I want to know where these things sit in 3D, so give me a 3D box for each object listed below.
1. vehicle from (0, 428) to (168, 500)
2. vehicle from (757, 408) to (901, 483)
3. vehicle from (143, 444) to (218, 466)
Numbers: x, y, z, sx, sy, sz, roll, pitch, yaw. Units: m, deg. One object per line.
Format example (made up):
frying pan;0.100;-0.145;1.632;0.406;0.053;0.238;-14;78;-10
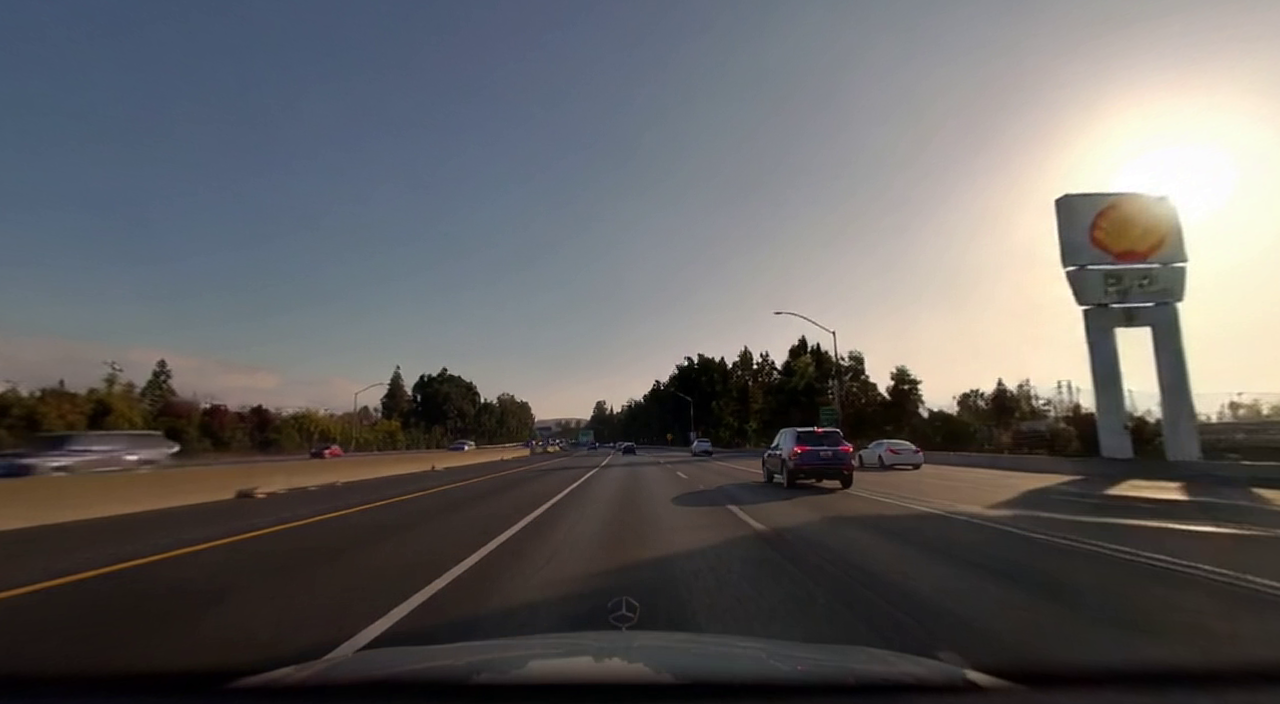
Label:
vehicle;-16.694;3.118;18.015;2.114;1.742;5.510;0;-8;0
vehicle;6.639;3.511;23.689;2.779;2.339;8.073;0;-8;-1
vehicle;-32.355;7.263;44.511;1.844;1.483;4.609;0;-8;-1
